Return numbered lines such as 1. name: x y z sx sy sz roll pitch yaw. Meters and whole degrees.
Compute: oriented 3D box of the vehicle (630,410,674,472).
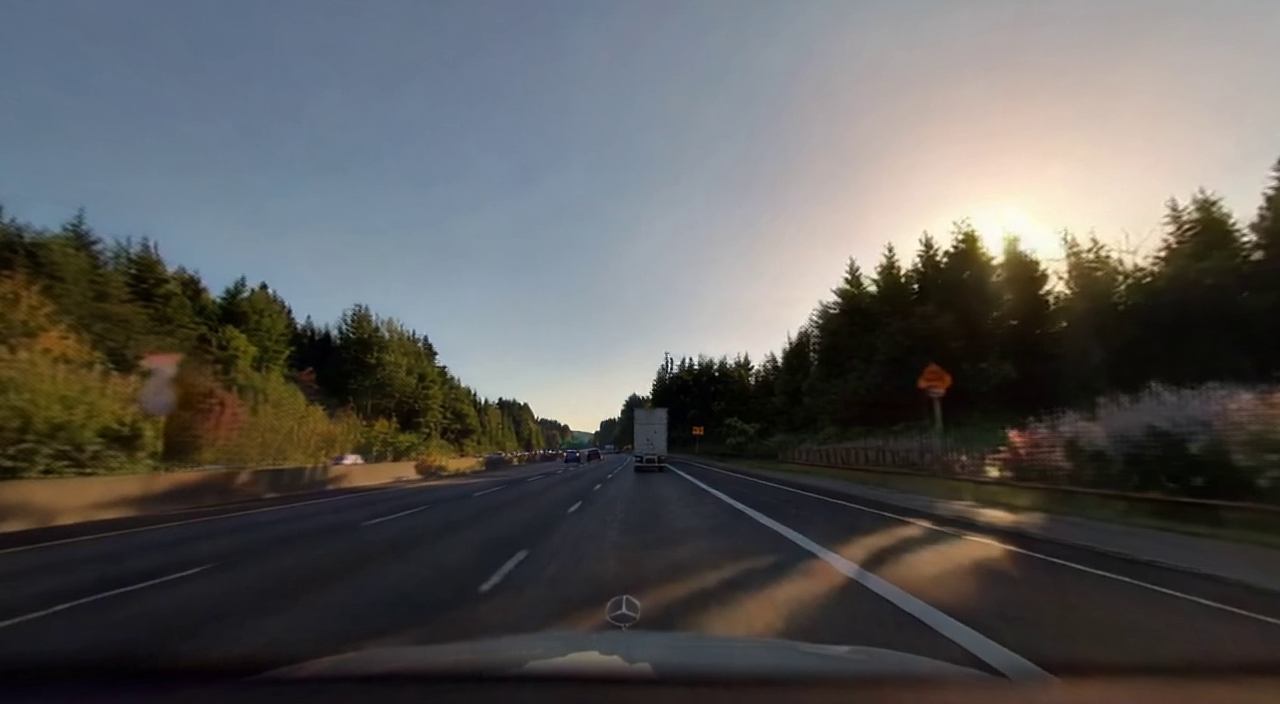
1. vehicle: 0.784 7.044 49.000 2.901 4.032 14.338 0 -9 0
